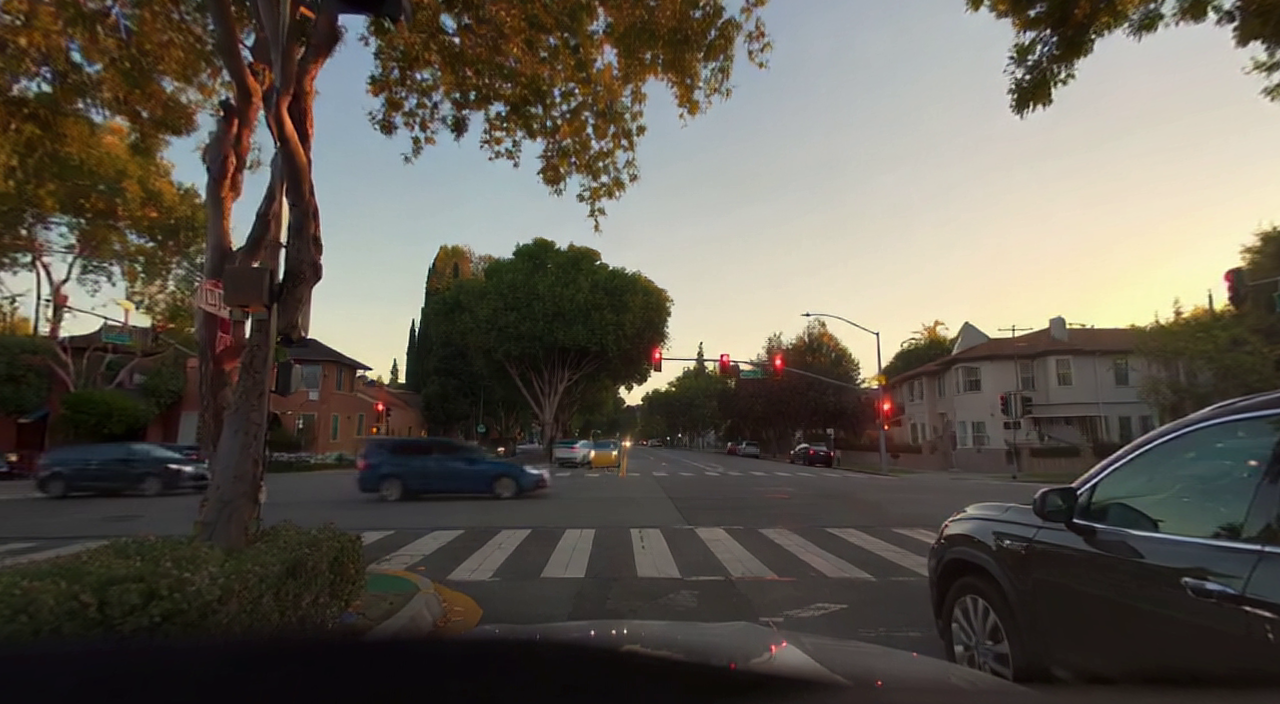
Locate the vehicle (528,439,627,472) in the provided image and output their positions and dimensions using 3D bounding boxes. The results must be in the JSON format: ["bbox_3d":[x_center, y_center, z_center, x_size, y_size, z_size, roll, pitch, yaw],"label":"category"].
[{"bbox_3d":[-3.024,5.114,31.471,4.689,1.490,1.920,8,-11,-42],"label":"vehicle"}]

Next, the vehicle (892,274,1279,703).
[{"bbox_3d":[2.716,0.716,1.702,2.085,1.800,4.908,0,-9,1],"label":"vehicle"}]

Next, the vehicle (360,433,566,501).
[{"bbox_3d":[-4.375,2.914,16.234,4.680,1.620,1.943,0,-8,0],"label":"vehicle"}]

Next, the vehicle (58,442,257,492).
[{"bbox_3d":[-14.875,3.545,19.679,4.561,1.468,1.921,0,-8,0],"label":"vehicle"}]
